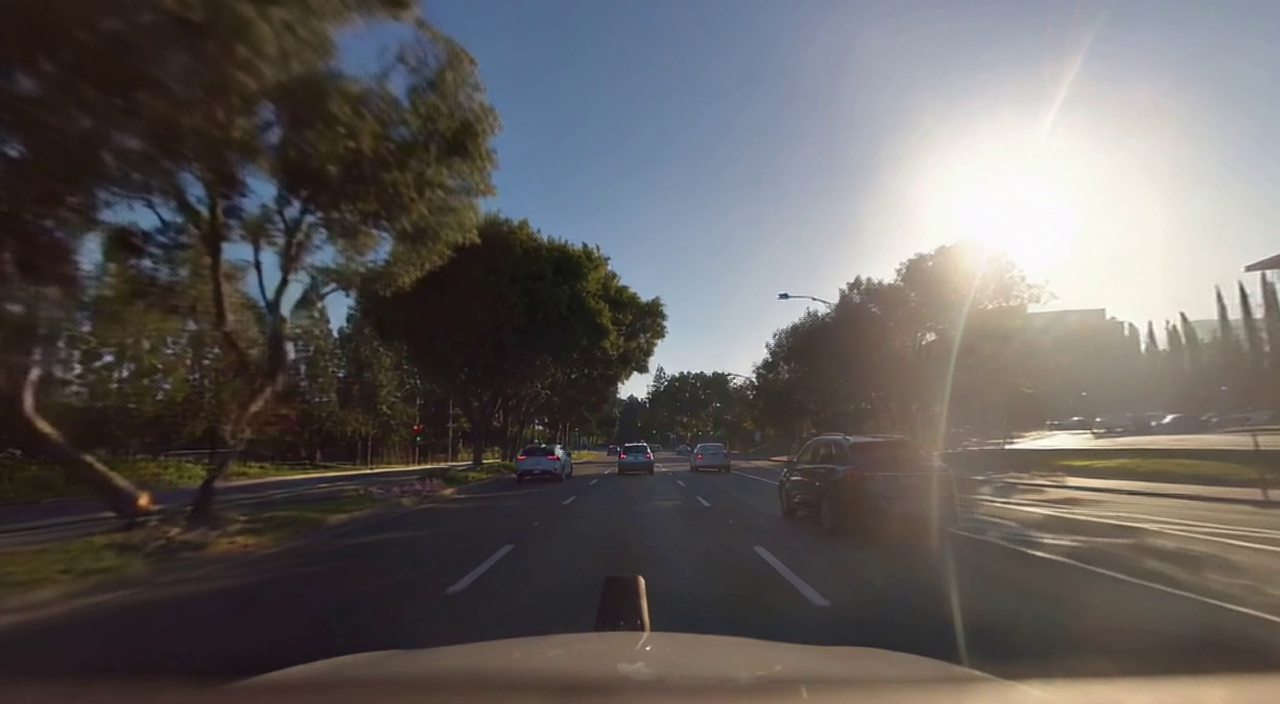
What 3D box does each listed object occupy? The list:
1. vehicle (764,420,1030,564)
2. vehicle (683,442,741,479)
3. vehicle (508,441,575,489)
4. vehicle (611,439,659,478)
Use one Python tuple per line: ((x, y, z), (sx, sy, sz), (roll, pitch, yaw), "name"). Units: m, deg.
((3.455, 1.973, 9.749), (2.069, 1.644, 4.714), (0, -8, -1), "vehicle")
((3.234, 4.964, 29.096), (2.068, 1.541, 4.041), (0, -8, -2), "vehicle")
((-3.561, 4.138, 23.544), (1.823, 1.602, 4.061), (0, -8, 0), "vehicle")
((-0.259, 5.075, 30.378), (2.150, 1.725, 4.096), (0, -8, -1), "vehicle")
